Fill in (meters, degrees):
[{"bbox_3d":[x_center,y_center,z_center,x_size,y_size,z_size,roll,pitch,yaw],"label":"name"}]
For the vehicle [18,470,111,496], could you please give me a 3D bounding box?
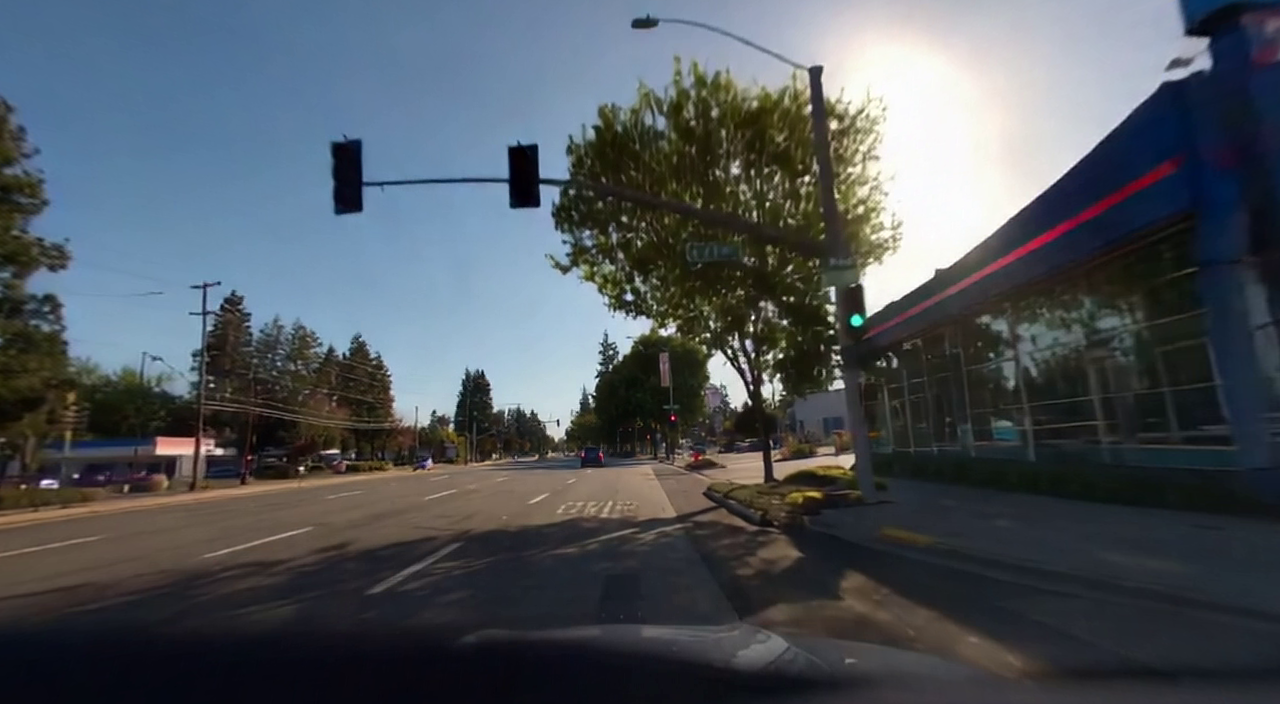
[{"bbox_3d":[-38.149,8.681,41.947,4.234,1.461,1.904,0,-7,-3],"label":"vehicle"}]
